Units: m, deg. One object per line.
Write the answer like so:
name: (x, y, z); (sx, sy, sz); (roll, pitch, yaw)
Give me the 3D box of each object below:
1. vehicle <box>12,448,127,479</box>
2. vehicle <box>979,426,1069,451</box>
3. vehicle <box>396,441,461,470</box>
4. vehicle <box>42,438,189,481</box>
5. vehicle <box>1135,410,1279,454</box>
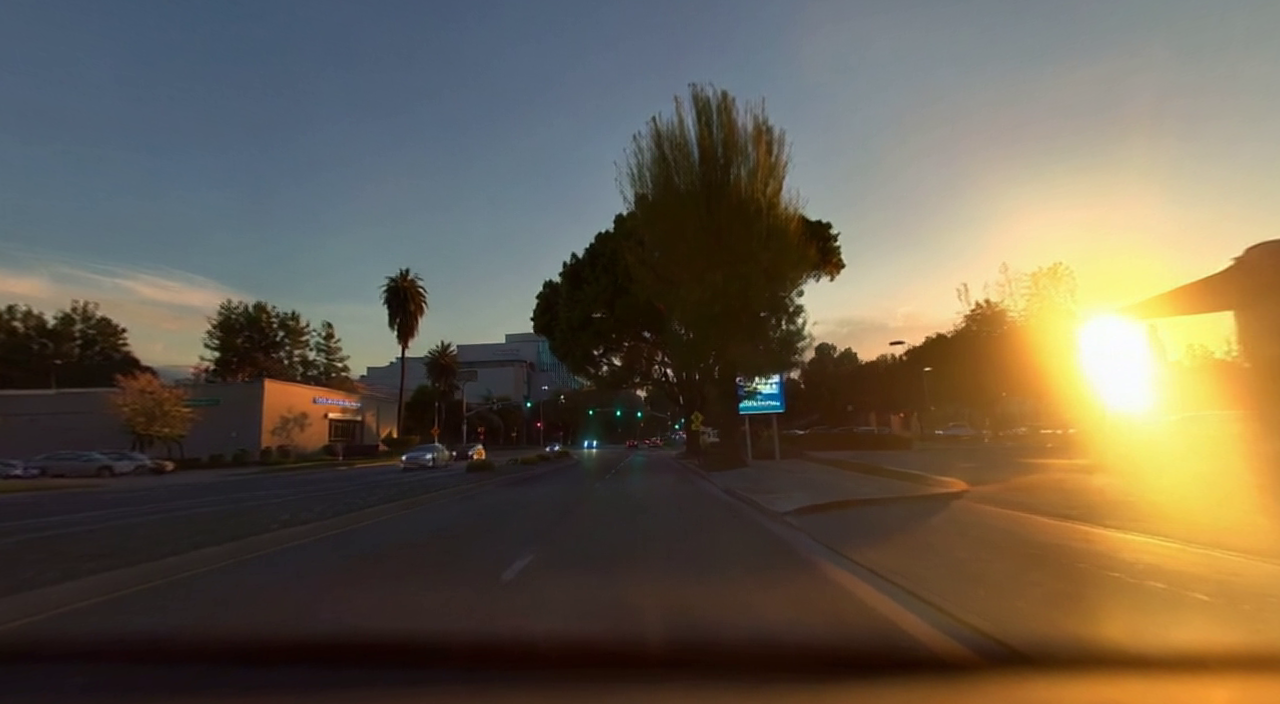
vehicle: (-29.803, 5.821, 32.873); (4.133, 1.501, 1.876); (0, -8, 0)
vehicle: (25.339, 5.714, 41.515); (4.649, 1.611, 1.945); (0, -8, -1)
vehicle: (-12.050, 5.911, 36.148); (2.078, 1.532, 4.627); (0, -8, 1)
vehicle: (-29.727, 6.080, 35.732); (6.383, 1.887, 2.223); (-4, -9, 0)
vehicle: (25.079, 3.497, 27.372); (5.117, 1.813, 2.052); (0, -8, 0)
